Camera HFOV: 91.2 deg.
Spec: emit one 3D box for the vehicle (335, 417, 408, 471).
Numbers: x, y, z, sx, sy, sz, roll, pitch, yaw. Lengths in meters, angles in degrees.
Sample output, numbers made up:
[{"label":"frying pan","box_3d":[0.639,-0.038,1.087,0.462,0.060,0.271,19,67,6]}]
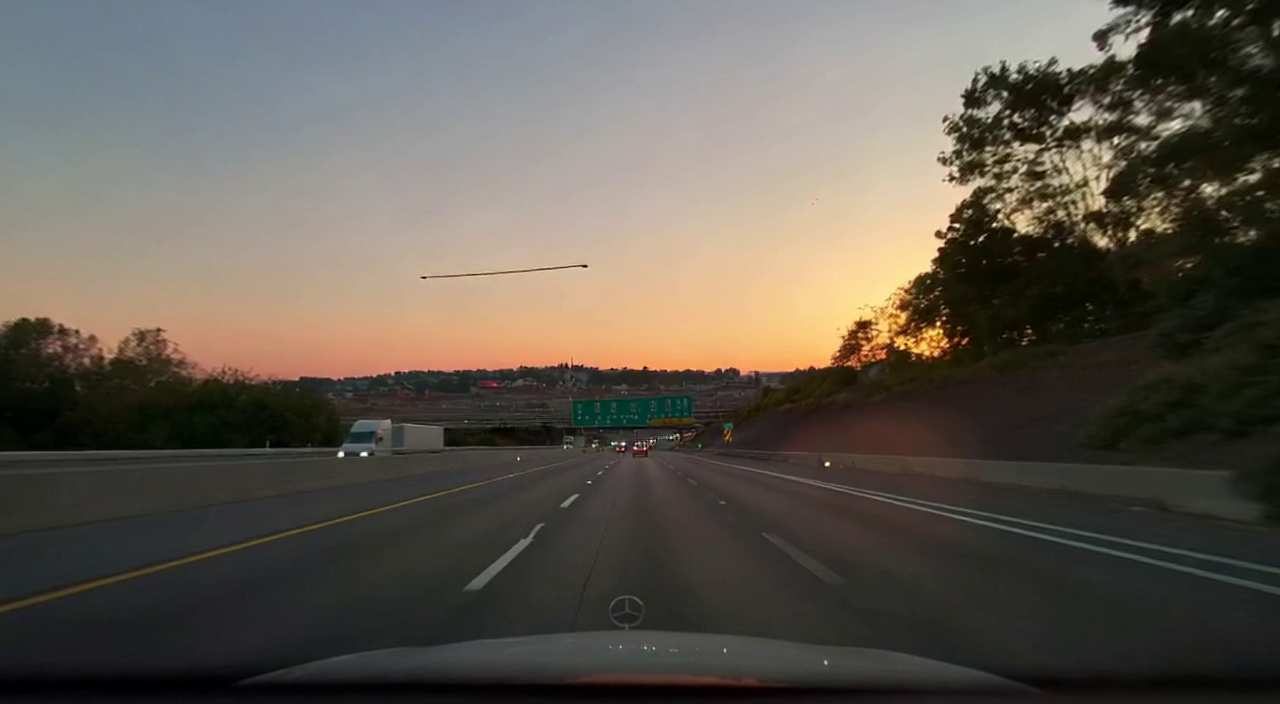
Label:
[{"label":"vehicle","box_3d":[-20.773,7.199,49.036,2.951,3.866,6.101,0,-8,0]}]
